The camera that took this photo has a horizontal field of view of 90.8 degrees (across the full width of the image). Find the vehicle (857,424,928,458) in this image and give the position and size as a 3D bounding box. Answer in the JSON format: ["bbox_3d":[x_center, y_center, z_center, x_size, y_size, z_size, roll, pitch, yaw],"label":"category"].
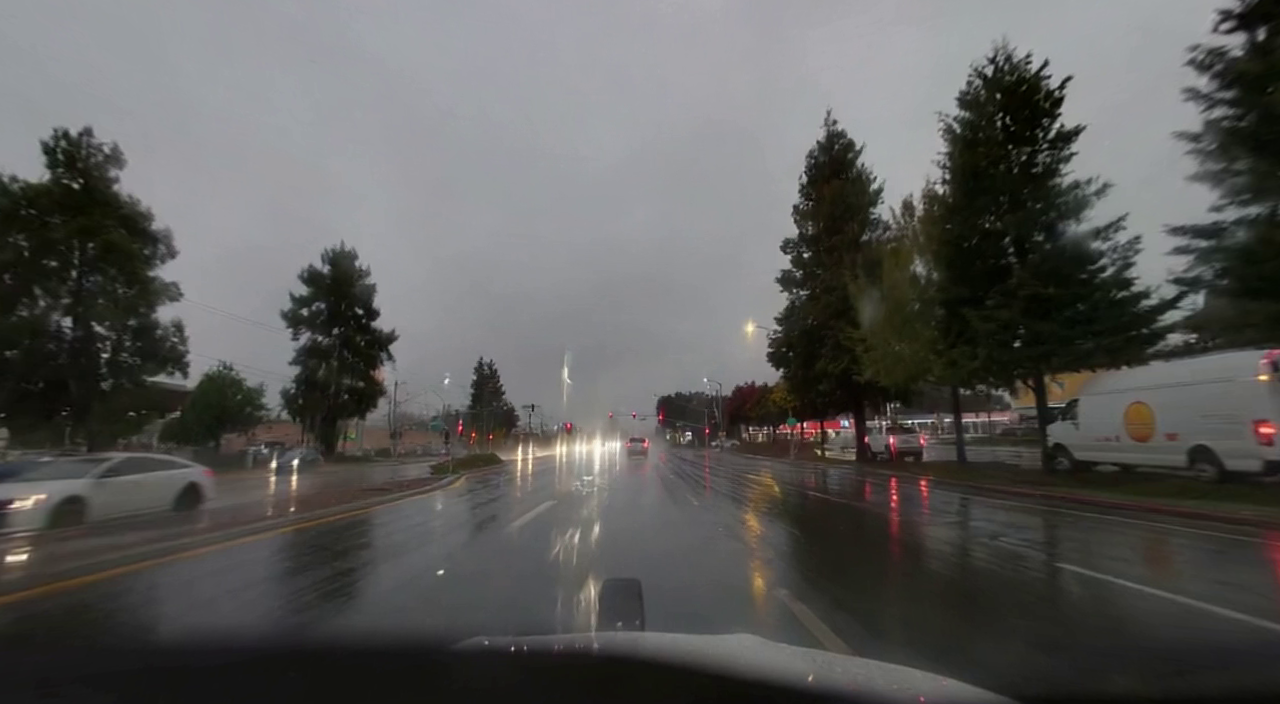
[{"bbox_3d":[14.312,5.109,36.226,2.249,1.793,5.763,-1,-8,6],"label":"vehicle"}]

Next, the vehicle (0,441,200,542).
[{"bbox_3d":[-10.454,2.356,11.339,1.955,1.474,4.429,0,-8,-1],"label":"vehicle"}]

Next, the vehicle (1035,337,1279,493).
[{"bbox_3d":[15.467,1.876,17.162,3.129,3.430,8.253,0,-9,-8],"label":"vehicle"}]
